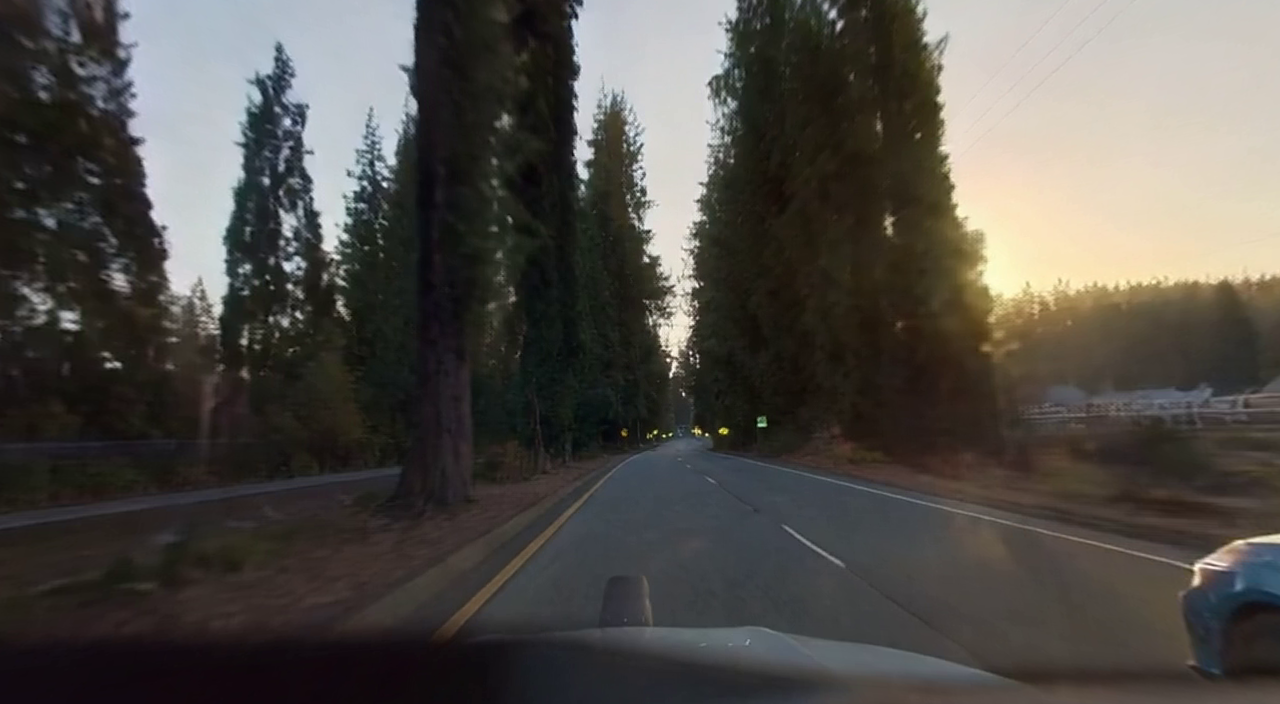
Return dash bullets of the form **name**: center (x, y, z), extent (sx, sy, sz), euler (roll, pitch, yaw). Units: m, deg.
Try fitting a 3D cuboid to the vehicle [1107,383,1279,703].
- **vehicle**: center (3.505, 0.646, 0.893), extent (2.061, 1.503, 4.823), euler (0, -8, 1)
